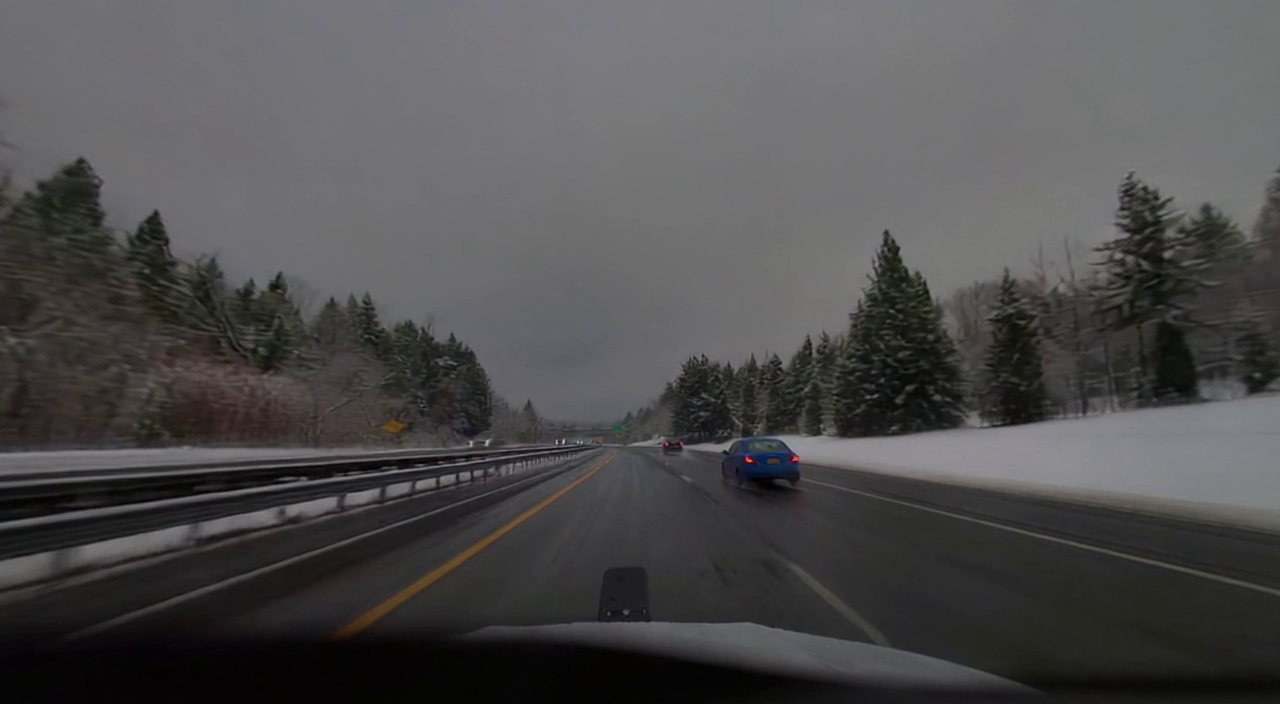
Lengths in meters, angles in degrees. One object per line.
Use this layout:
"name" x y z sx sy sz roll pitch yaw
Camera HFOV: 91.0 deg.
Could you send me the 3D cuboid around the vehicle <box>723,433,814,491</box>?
"vehicle" 3.717 3.232 18.822 1.945 1.538 3.729 0 -8 0
